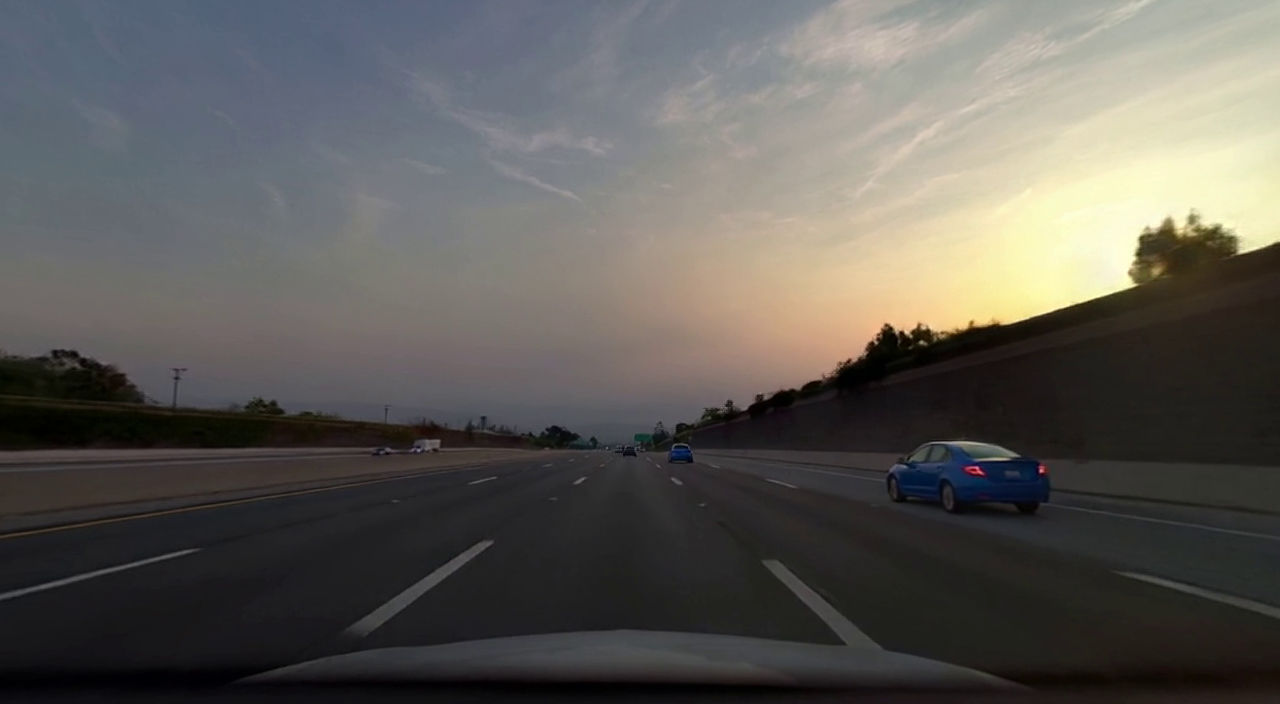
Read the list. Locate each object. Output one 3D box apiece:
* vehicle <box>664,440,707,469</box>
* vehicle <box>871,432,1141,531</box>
[{"bbox_3d":[2.675,6.160,38.085,2.270,1.615,3.770,0,-8,-1],"label":"vehicle"},{"bbox_3d":[6.690,2.408,12.493,2.227,1.522,5.041,0,-8,-1],"label":"vehicle"}]
